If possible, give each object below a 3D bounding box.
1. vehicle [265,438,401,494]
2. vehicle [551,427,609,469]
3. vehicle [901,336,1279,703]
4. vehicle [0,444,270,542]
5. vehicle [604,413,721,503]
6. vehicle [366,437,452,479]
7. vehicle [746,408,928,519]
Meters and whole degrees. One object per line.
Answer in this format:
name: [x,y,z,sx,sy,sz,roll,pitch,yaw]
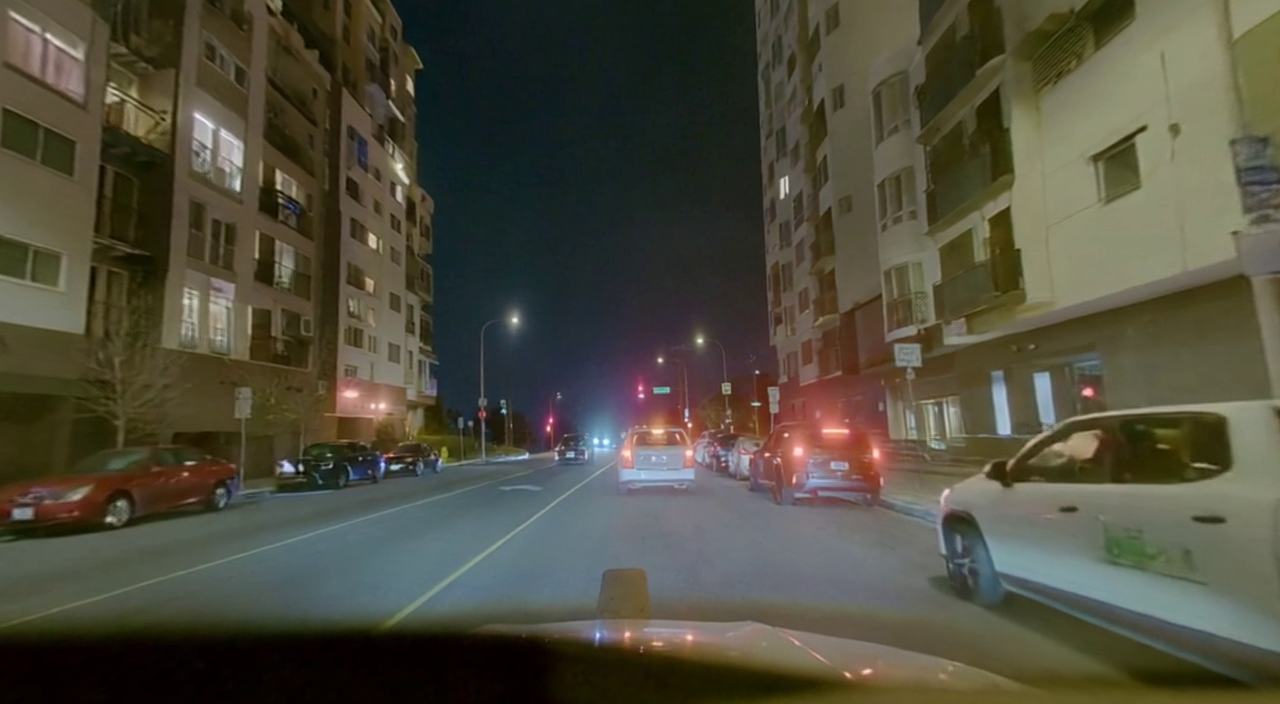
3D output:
vehicle: [-9.391,3.492,19.761,2.002,1.546,4.339,0,-8,1]
vehicle: [-2.663,4.393,28.897,2.219,1.746,4.197,0,-8,0]
vehicle: [3.635,0.977,3.758,2.076,1.722,4.721,0,-8,-1]
vehicle: [-9.265,2.490,11.885,2.021,1.474,4.337,0,-8,-2]
vehicle: [0.463,2.368,14.371,2.261,1.740,4.065,0,-8,1]
vehicle: [-9.289,4.282,25.745,1.955,1.555,4.424,0,-8,-2]
vehicle: [3.654,2.181,12.801,2.158,1.828,4.573,0,-8,0]
